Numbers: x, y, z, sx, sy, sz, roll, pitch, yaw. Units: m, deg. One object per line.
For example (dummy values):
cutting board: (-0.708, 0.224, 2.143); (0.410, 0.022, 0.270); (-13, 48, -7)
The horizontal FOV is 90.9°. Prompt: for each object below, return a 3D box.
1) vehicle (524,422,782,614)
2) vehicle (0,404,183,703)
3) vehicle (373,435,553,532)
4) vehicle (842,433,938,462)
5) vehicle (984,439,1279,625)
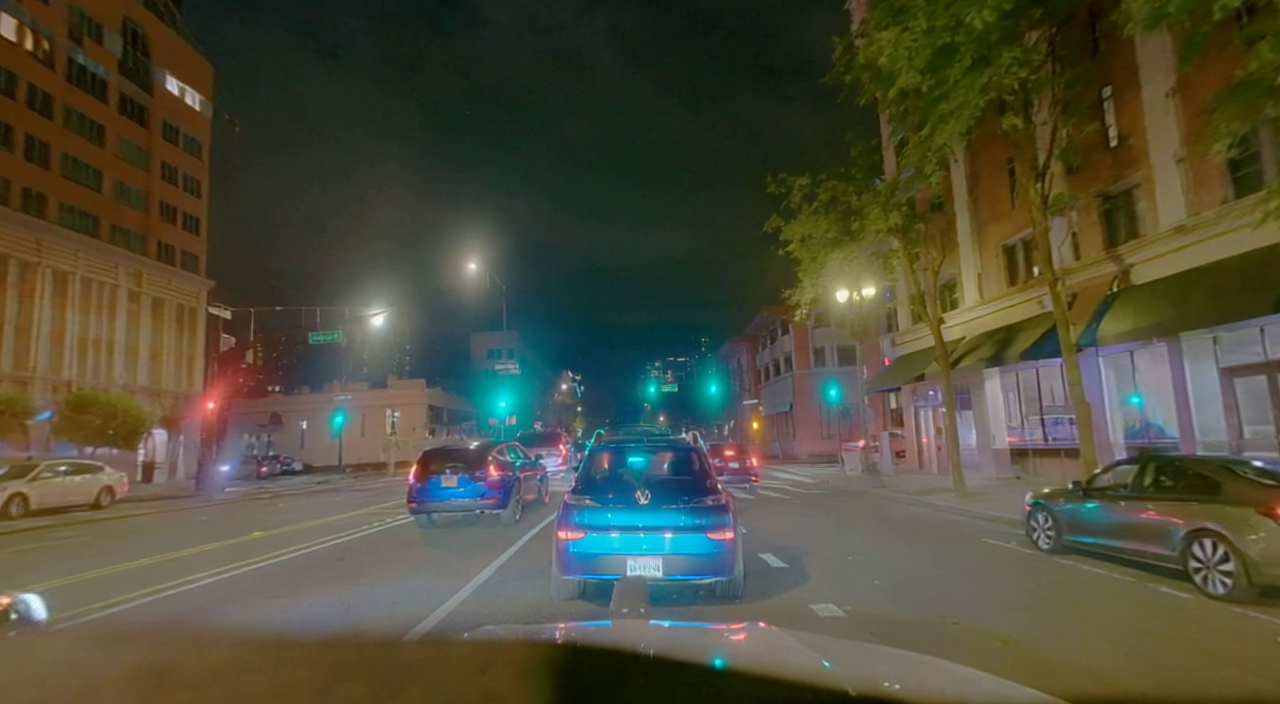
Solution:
vehicle: (0.088, 1.580, 6.817); (2.022, 1.481, 3.564); (0, -9, 0)
vehicle: (-3.093, 0.703, 0.590); (1.970, 1.492, 4.534); (0, -9, -1)
vehicle: (-3.023, 2.353, 11.863); (2.131, 1.486, 4.089); (0, -9, 1)
vehicle: (16.381, 6.266, 41.514); (5.345, 1.811, 2.175); (0, -9, -1)
vehicle: (5.982, 1.704, 6.878); (1.873, 1.453, 4.579); (0, -9, 0)
